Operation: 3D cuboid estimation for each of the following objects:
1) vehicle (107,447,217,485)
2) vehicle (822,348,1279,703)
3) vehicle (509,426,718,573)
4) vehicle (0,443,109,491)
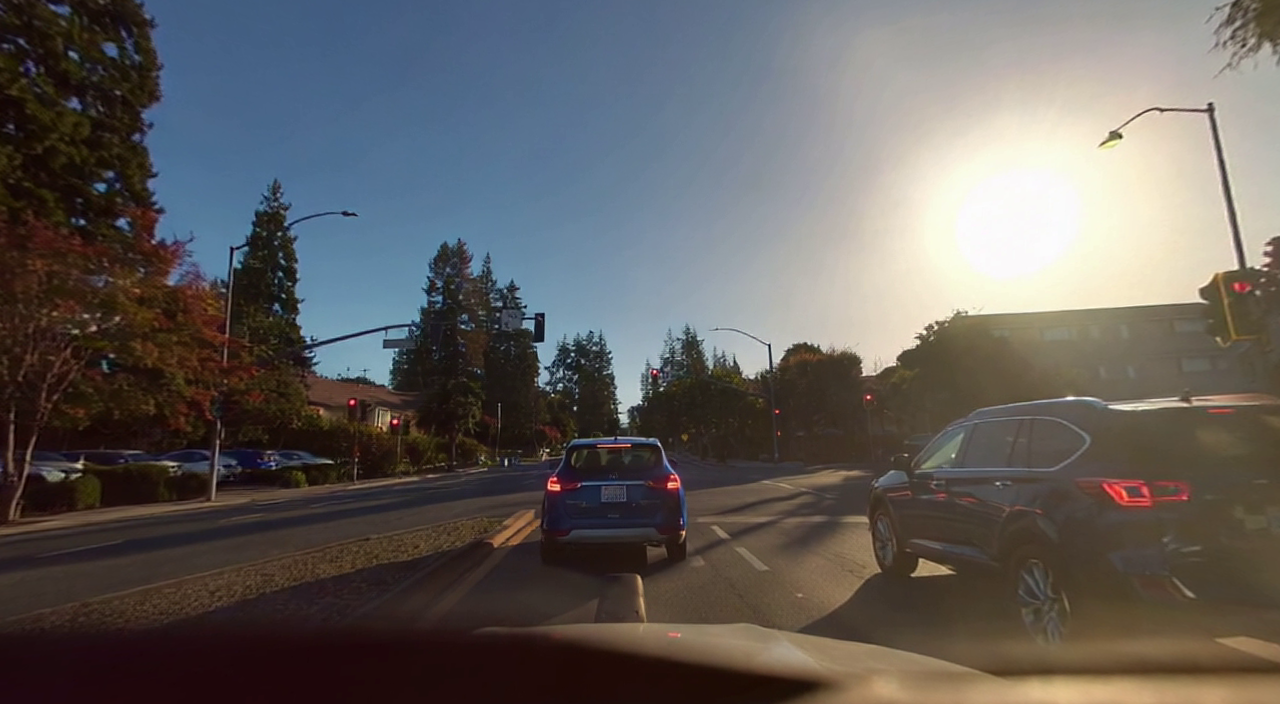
[{"bbox_3d":[-28.602,6.784,38.062,4.943,2.110,2.217,5,-10,-32],"label":"vehicle"},{"bbox_3d":[3.189,1.178,5.201,2.046,1.768,4.370,0,-9,0],"label":"vehicle"},{"bbox_3d":[-0.321,1.895,9.010,2.177,1.512,4.682,0,-9,-1],"label":"vehicle"},{"bbox_3d":[-28.480,5.336,29.521,5.119,2.119,2.199,5,-10,-31],"label":"vehicle"}]
